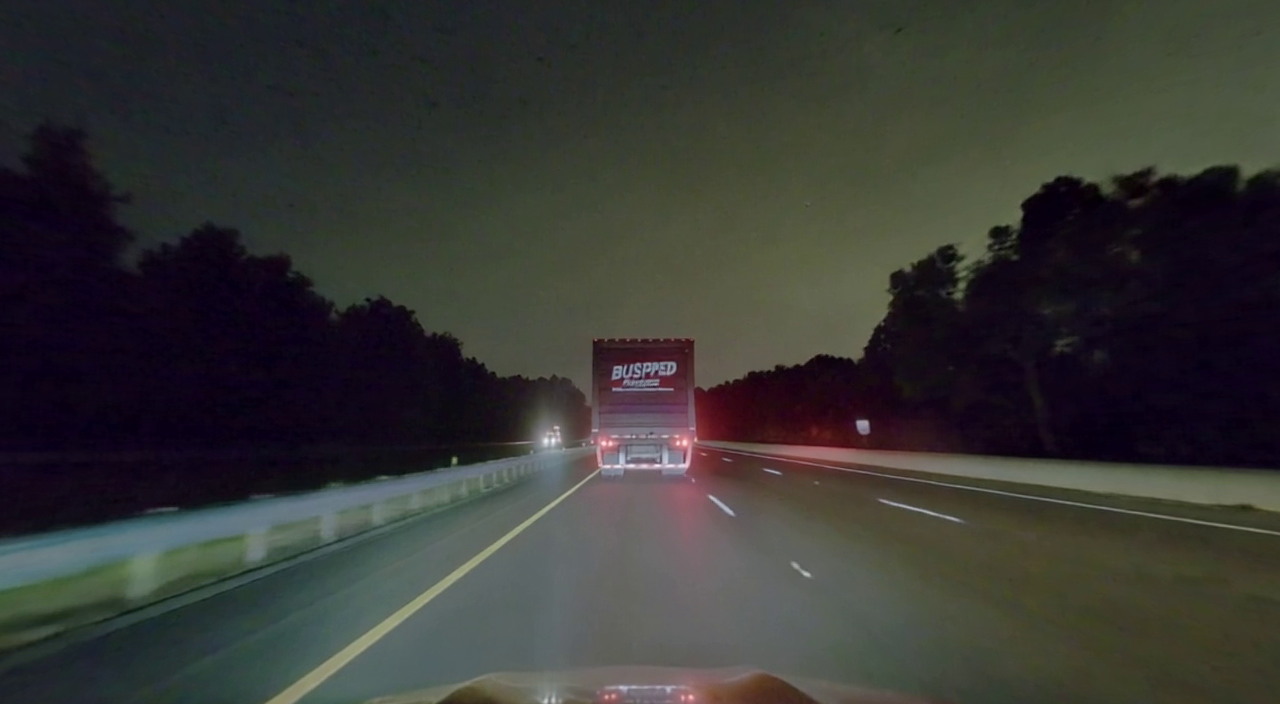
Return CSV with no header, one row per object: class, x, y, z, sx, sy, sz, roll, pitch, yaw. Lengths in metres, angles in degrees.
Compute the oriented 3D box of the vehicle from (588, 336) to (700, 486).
vehicle,0.077,2.108,20.725,2.870,3.911,8.697,0,-8,0
